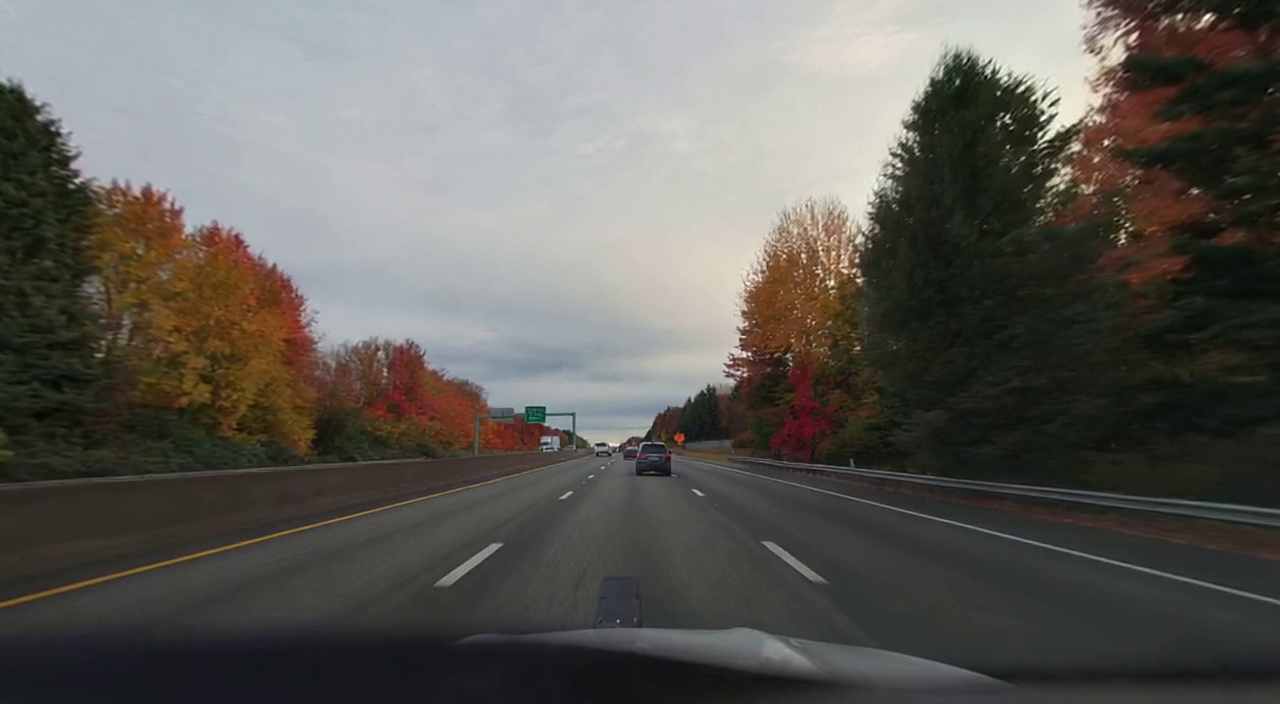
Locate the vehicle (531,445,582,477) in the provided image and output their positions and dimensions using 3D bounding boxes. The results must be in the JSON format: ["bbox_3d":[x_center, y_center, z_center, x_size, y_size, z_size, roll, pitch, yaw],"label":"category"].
[{"bbox_3d":[-4.002,5.292,30.603,2.037,1.418,3.793,0,-9,-1],"label":"vehicle"}]

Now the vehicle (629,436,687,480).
[{"bbox_3d":[0.658,4.488,26.765,2.250,1.718,4.358,0,-9,-1],"label":"vehicle"}]
